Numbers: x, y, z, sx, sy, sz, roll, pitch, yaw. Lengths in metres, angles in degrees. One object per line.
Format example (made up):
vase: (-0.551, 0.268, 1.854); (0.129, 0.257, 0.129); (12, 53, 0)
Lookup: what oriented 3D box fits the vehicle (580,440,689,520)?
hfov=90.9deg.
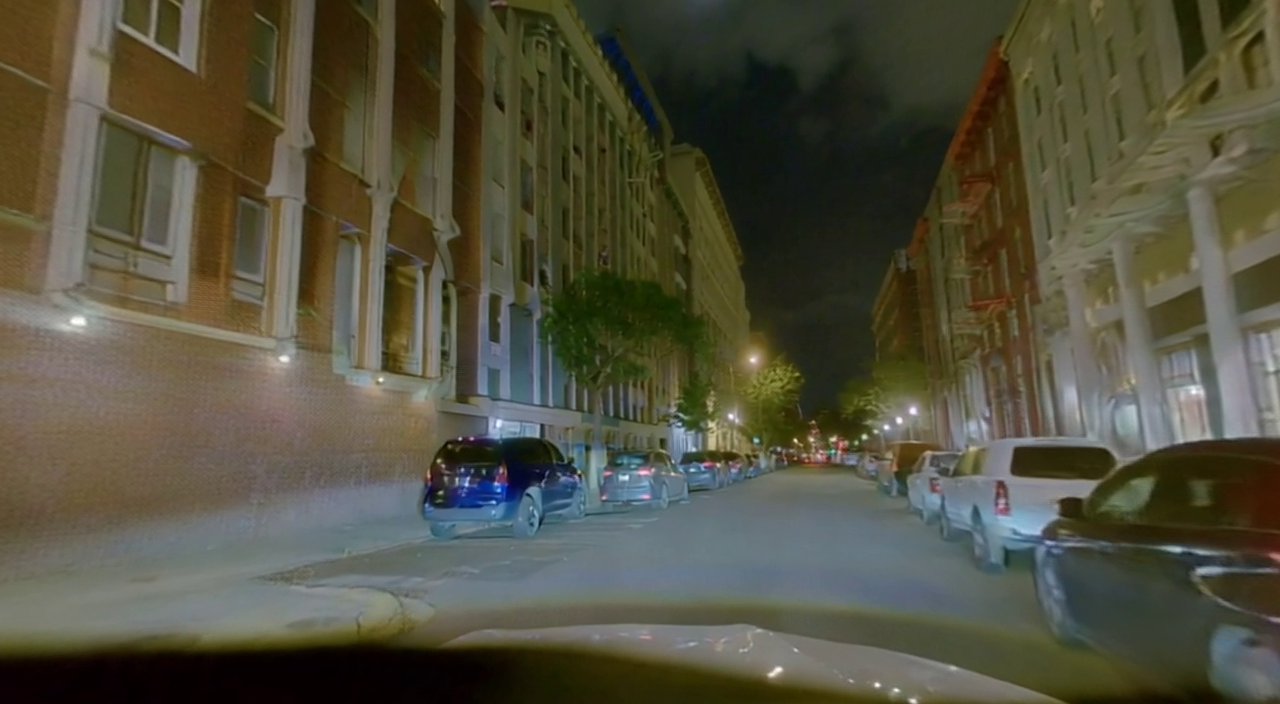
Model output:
vehicle: (0.006, 3.231, 16.577); (1.867, 1.519, 3.920); (-1, -4, 16)

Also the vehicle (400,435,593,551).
vehicle: (-2.189, 2.186, 10.443); (1.875, 1.564, 2.982); (-3, -8, 16)

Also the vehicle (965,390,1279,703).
vehicle: (3.179, 1.016, 3.031); (1.925, 1.481, 4.653); (-3, -8, 16)
